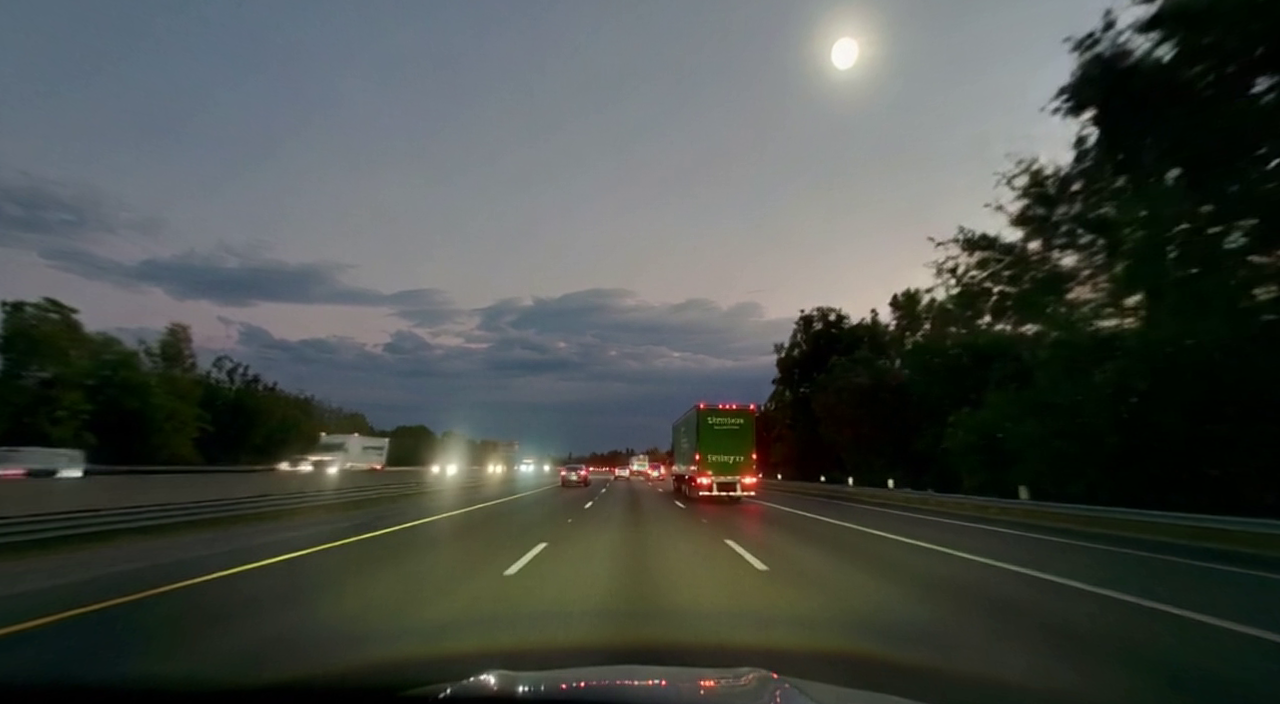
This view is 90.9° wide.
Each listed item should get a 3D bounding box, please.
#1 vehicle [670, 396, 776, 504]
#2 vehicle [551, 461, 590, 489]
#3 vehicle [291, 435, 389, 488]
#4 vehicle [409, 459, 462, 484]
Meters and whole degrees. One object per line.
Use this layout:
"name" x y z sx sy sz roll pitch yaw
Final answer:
"vehicle" 3.640 5.183 32.340 2.992 4.300 13.967 1 -10 -2
"vehicle" -4.479 8.000 41.212 2.155 1.667 4.615 1 -10 -2
"vehicle" -16.480 6.131 35.154 2.284 2.601 6.700 1 -10 -2
"vehicle" -12.889 7.582 40.043 1.954 1.466 4.444 1 -10 -1
